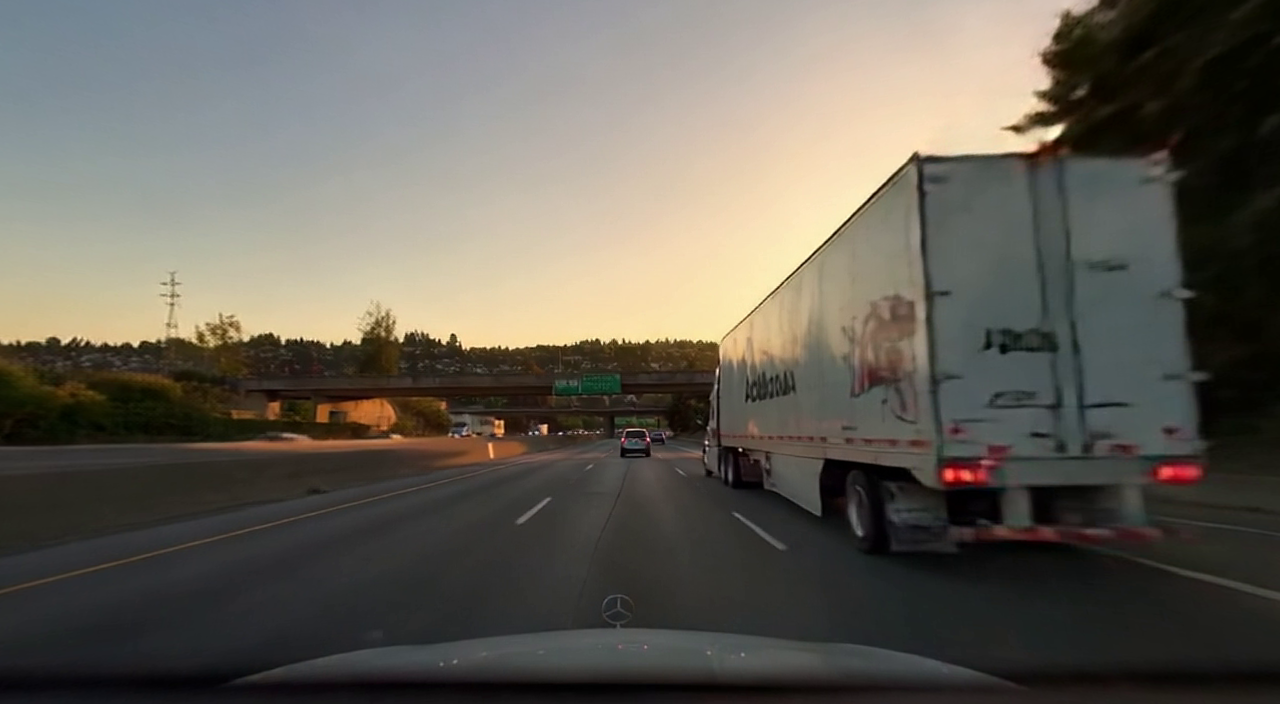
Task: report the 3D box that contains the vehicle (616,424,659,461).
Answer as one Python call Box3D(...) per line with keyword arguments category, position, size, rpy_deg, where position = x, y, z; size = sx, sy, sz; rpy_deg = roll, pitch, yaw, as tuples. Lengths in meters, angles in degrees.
Box3D(category="vehicle", position=(-0.182, 5.078, 35.508), size=(2.277, 1.913, 4.510), rpy_deg=(0, -8, -1))

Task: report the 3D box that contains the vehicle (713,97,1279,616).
Box3D(category="vehicle", position=(3.873, 0.862, 11.858), size=(2.987, 4.021, 14.105), rpy_deg=(0, -8, -1))

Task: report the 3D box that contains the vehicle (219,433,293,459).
Box3D(category="vehicle", position=(-22.700, 5.555, 37.468), size=(1.758, 1.455, 4.298), rpy_deg=(0, -8, -1))
